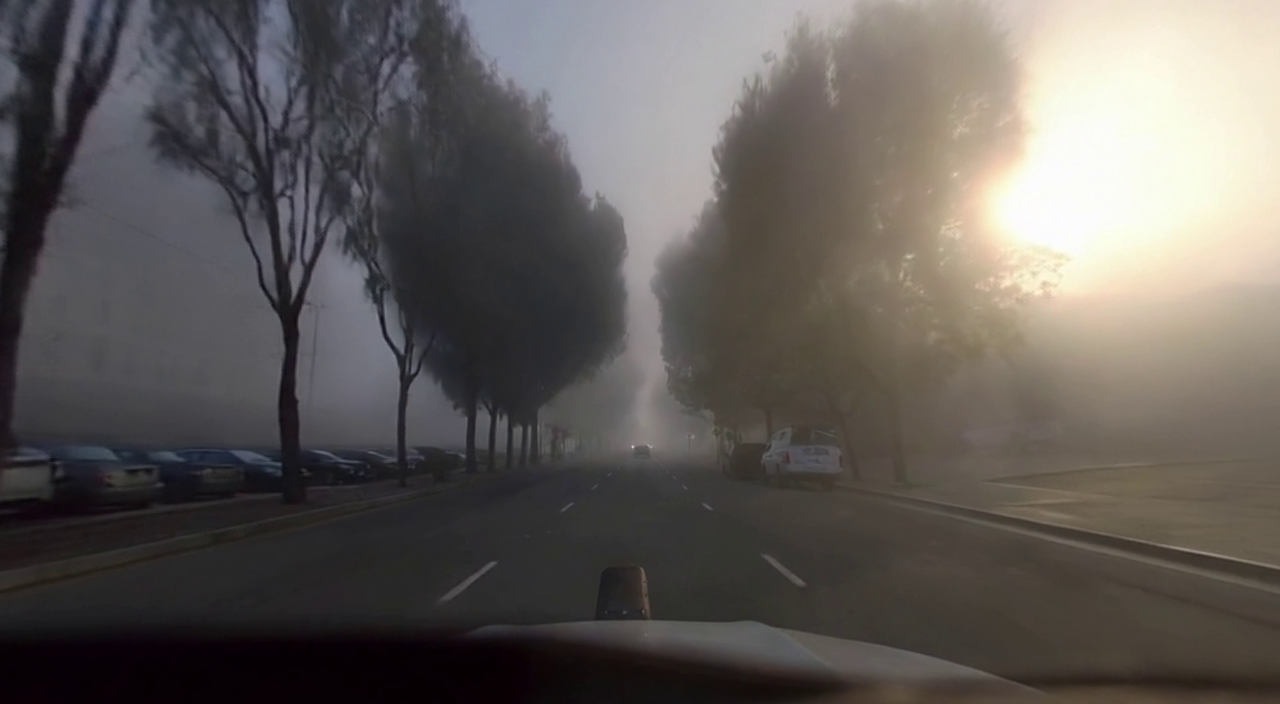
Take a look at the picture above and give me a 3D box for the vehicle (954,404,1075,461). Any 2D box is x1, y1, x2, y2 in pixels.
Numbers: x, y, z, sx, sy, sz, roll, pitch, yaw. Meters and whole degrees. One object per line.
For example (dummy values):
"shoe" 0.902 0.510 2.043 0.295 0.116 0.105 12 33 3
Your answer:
"vehicle" 19.054 4.221 32.576 2.341 2.648 6.024 1 -8 -2

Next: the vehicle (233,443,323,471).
"vehicle" -25.659 7.445 45.001 2.252 1.804 5.454 -2 -9 15

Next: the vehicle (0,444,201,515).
"vehicle" -13.188 2.882 14.514 4.626 1.489 2.042 0 -9 1

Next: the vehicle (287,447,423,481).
"vehicle" -13.069 5.149 29.174 5.269 1.491 2.133 -1 -9 2

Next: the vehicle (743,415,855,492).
"vehicle" 5.787 3.832 24.049 2.596 2.509 6.178 0 -9 0
